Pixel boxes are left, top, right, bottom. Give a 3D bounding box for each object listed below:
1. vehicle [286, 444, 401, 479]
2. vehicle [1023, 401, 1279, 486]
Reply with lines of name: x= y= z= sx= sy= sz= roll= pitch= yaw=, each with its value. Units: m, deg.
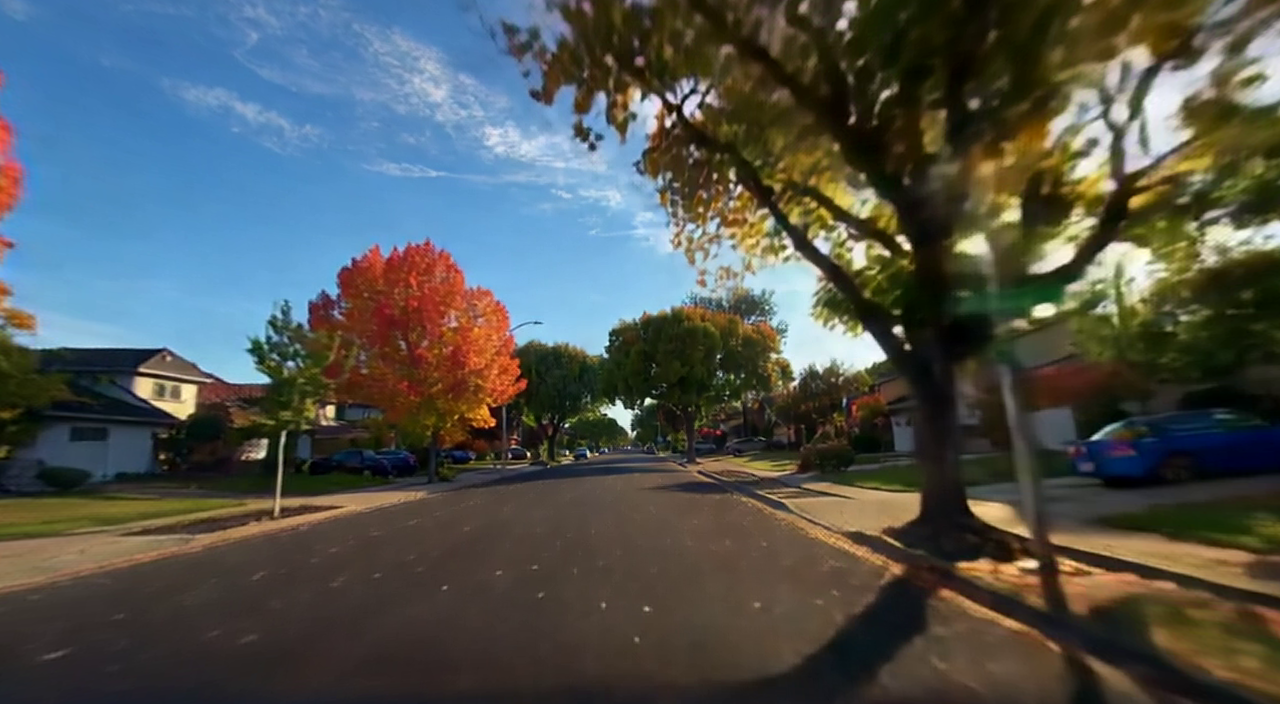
vehicle: x=-15.261 y=5.653 z=32.712 sx=4.830 sy=1.725 sz=2.116 roll=0 pitch=-8 yaw=2
vehicle: x=10.244 y=1.754 z=12.145 sx=4.422 sy=1.488 sz=2.013 roll=0 pitch=-8 yaw=0
